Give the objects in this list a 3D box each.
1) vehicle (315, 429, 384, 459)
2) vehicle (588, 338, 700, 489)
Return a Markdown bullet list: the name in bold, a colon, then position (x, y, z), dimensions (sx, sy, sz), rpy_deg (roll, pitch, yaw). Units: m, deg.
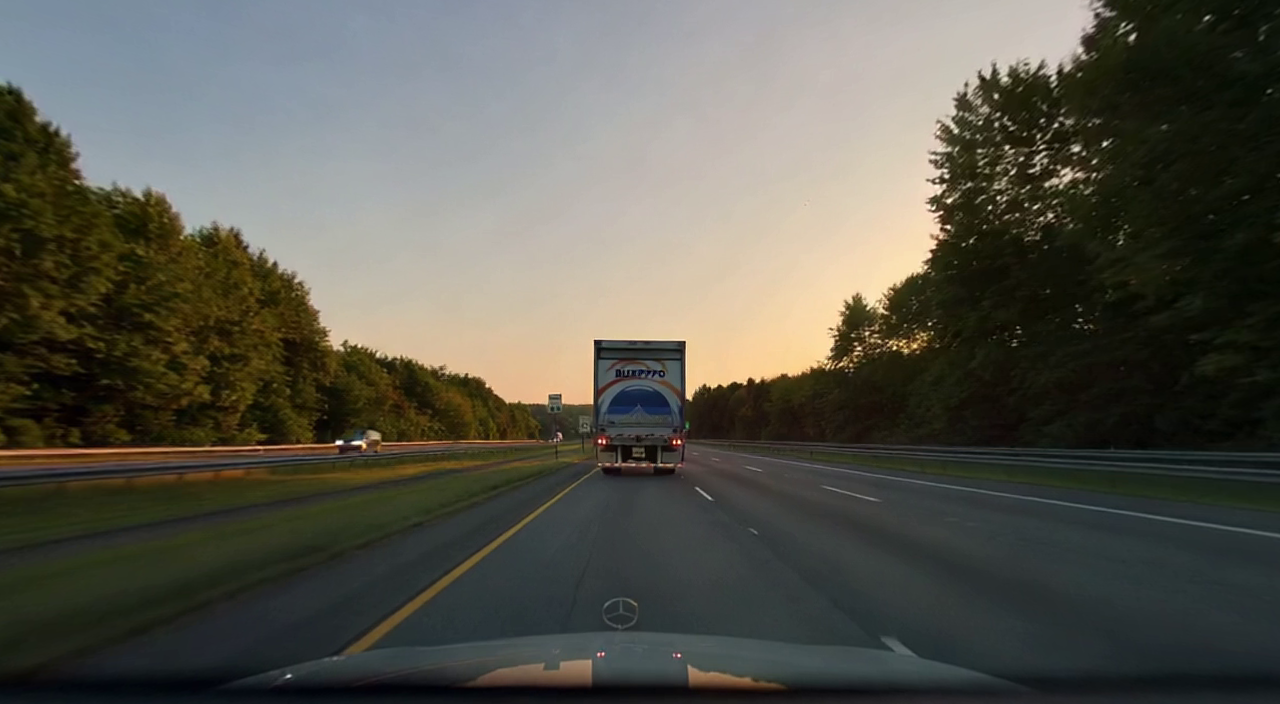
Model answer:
- **vehicle**: position (-15.722, 5.000, 34.281), dimensions (1.795, 1.517, 4.019), rpy_deg (0, -8, 1)
- **vehicle**: position (0.113, 2.155, 20.625), dimensions (2.870, 3.911, 8.697), rpy_deg (0, -8, 0)
